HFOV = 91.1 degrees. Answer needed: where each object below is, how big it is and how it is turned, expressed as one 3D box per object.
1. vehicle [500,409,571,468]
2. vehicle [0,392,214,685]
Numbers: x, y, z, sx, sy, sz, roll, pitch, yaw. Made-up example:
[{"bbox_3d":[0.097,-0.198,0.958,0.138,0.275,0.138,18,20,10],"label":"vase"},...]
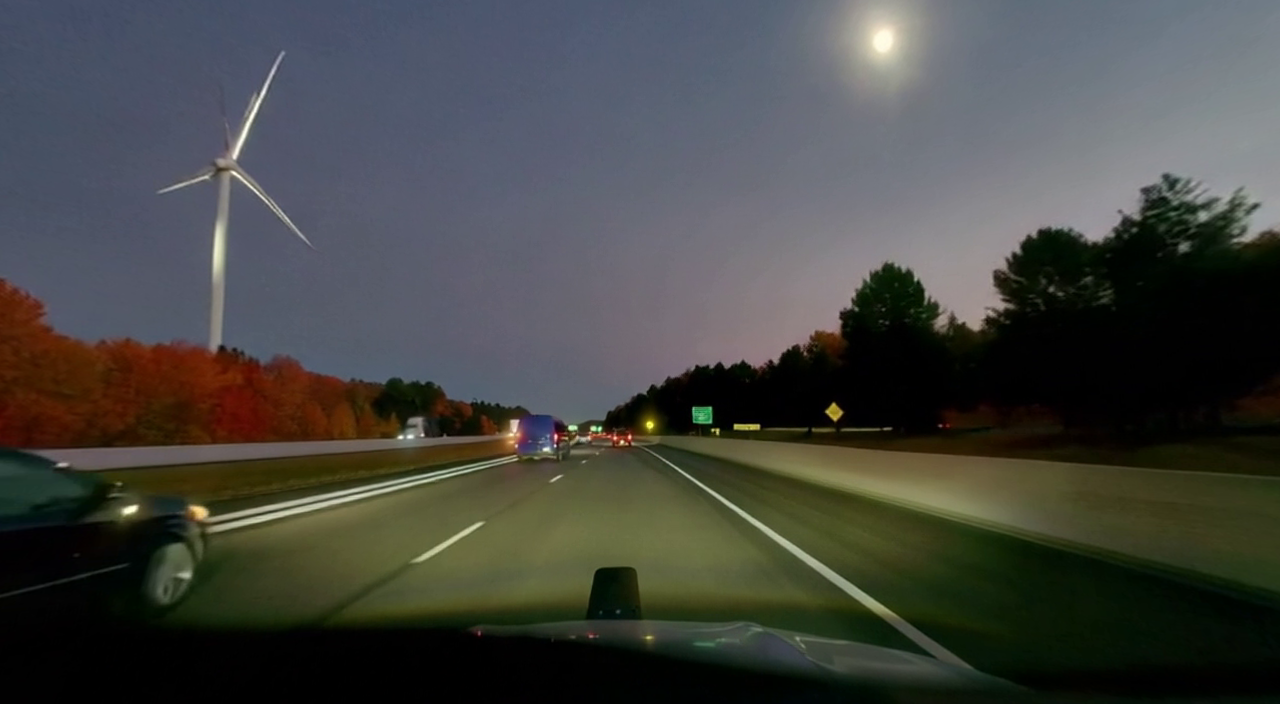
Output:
[{"bbox_3d":[-4.456,3.804,27.706,2.303,2.323,5.089,0,-8,0],"label":"vehicle"},{"bbox_3d":[-4.372,0.894,2.641,2.027,1.530,4.520,0,-8,-1],"label":"vehicle"}]
